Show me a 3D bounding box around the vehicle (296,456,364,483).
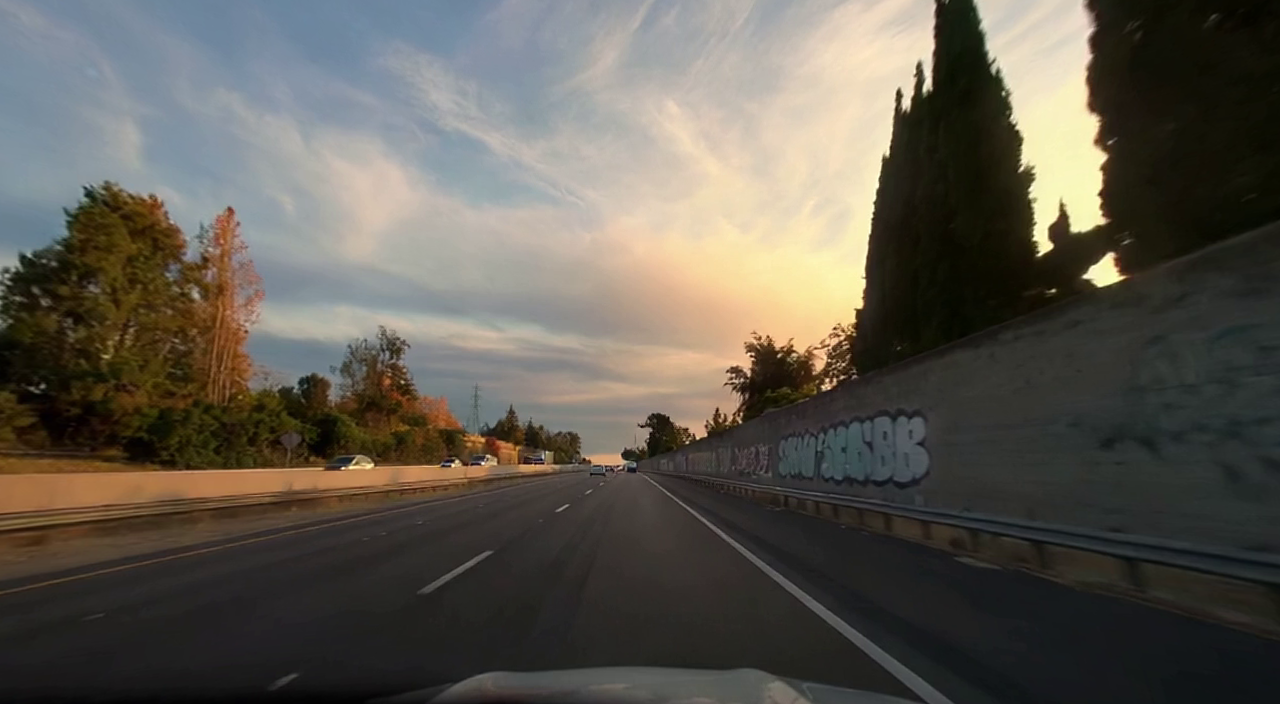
[{"bbox_3d":[-18.180,6.929,37.175,1.783,1.458,4.435,1,-10,0],"label":"vehicle"}]
